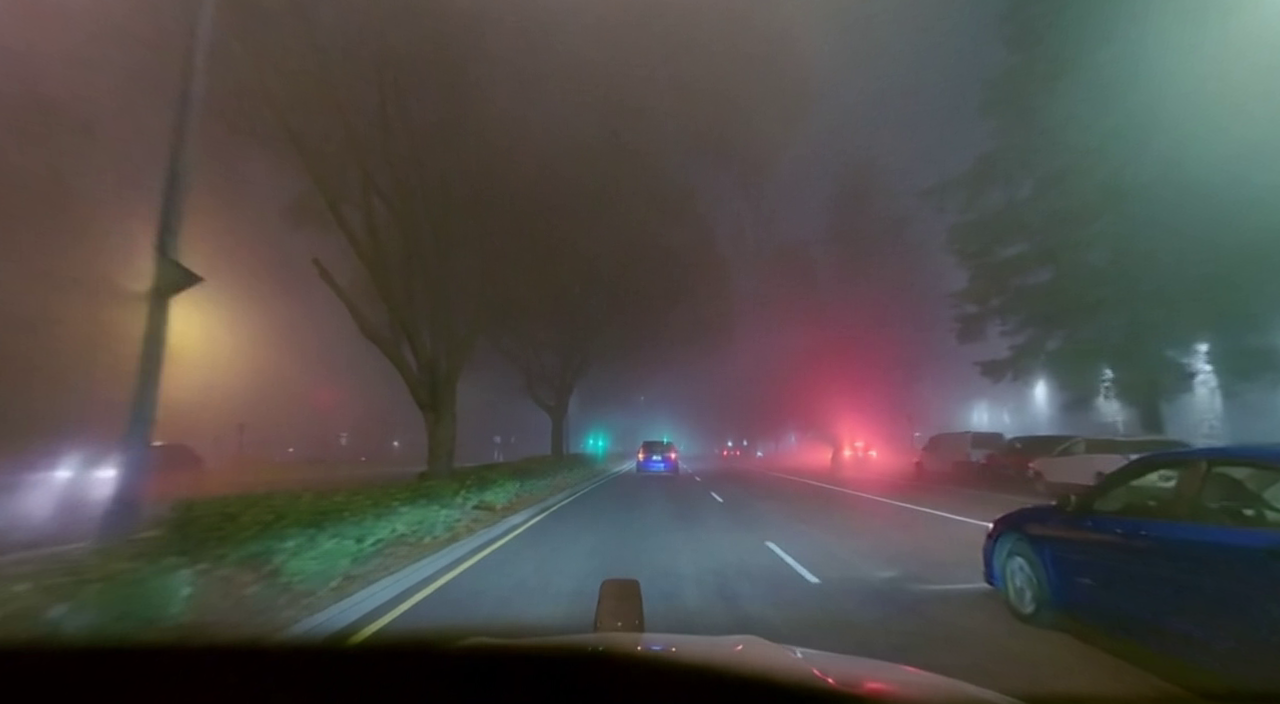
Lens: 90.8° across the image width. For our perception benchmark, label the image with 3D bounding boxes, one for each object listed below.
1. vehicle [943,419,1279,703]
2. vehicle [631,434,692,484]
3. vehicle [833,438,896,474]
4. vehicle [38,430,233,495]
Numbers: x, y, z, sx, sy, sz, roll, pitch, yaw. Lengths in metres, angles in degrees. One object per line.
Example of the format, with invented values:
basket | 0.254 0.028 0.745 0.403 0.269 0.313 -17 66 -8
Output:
vehicle | 3.823 1.148 3.714 1.918 1.418 4.360 0 -9 0
vehicle | 0.775 4.019 23.994 2.085 1.693 4.301 0 -9 1
vehicle | 12.335 5.720 35.073 2.039 1.826 4.704 -1 -9 4
vehicle | -15.520 3.405 19.917 2.290 1.758 4.900 0 -9 -4
